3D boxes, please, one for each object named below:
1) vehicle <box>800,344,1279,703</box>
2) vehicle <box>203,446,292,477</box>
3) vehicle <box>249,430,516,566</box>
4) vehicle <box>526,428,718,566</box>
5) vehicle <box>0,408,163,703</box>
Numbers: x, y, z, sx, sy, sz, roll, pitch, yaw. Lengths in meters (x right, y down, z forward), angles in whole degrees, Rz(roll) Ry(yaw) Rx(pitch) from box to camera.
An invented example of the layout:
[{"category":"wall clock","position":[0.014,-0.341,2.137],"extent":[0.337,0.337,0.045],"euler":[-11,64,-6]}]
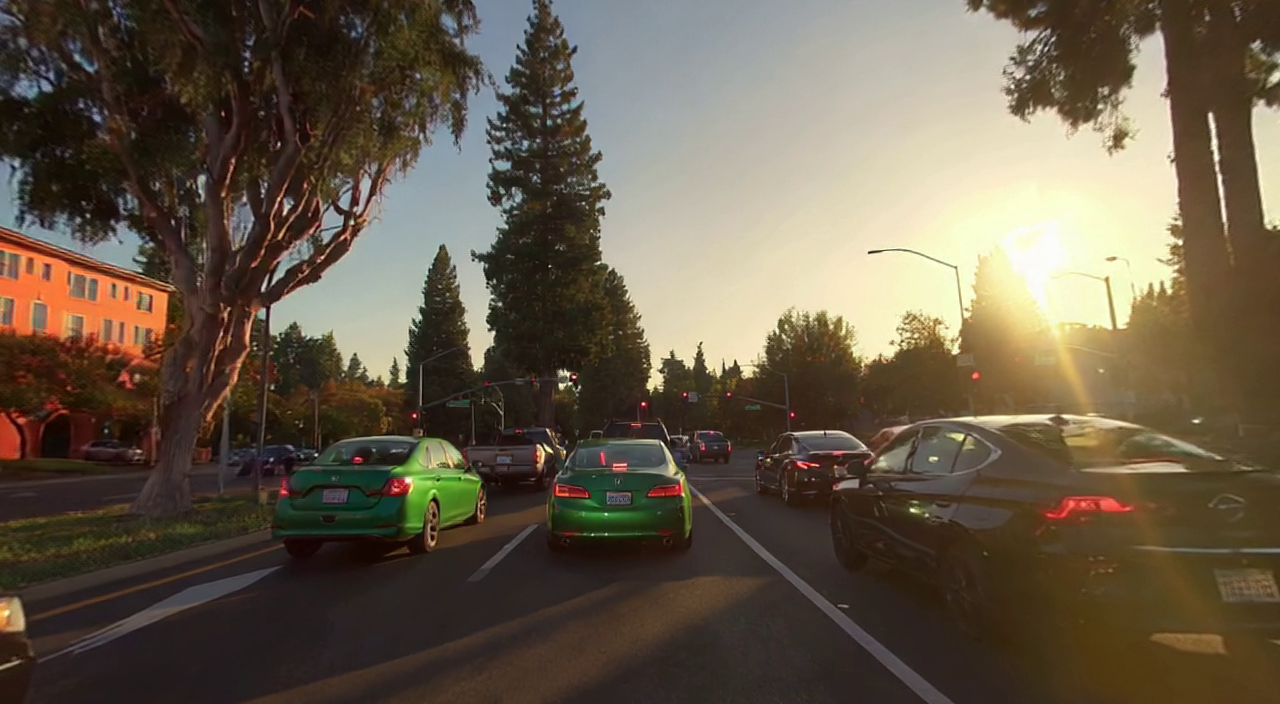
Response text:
[{"category":"vehicle","position":[3.001,1.151,4.853],"extent":[2.196,1.676,4.865],"euler":[0,-8,-1]},{"category":"vehicle","position":[-20.311,5.659,32.941],"extent":[2.075,1.445,4.597],"euler":[1,-8,-6]},{"category":"vehicle","position":[-3.200,1.887,8.947],"extent":[1.917,1.441,4.128],"euler":[-1,-8,2]},{"category":"vehicle","position":[-0.201,1.838,8.722],"extent":[2.041,1.450,3.847],"euler":[0,-8,0]},{"category":"vehicle","position":[-3.359,0.715,0.826],"extent":[1.863,1.448,4.697],"euler":[0,-8,-1]}]
